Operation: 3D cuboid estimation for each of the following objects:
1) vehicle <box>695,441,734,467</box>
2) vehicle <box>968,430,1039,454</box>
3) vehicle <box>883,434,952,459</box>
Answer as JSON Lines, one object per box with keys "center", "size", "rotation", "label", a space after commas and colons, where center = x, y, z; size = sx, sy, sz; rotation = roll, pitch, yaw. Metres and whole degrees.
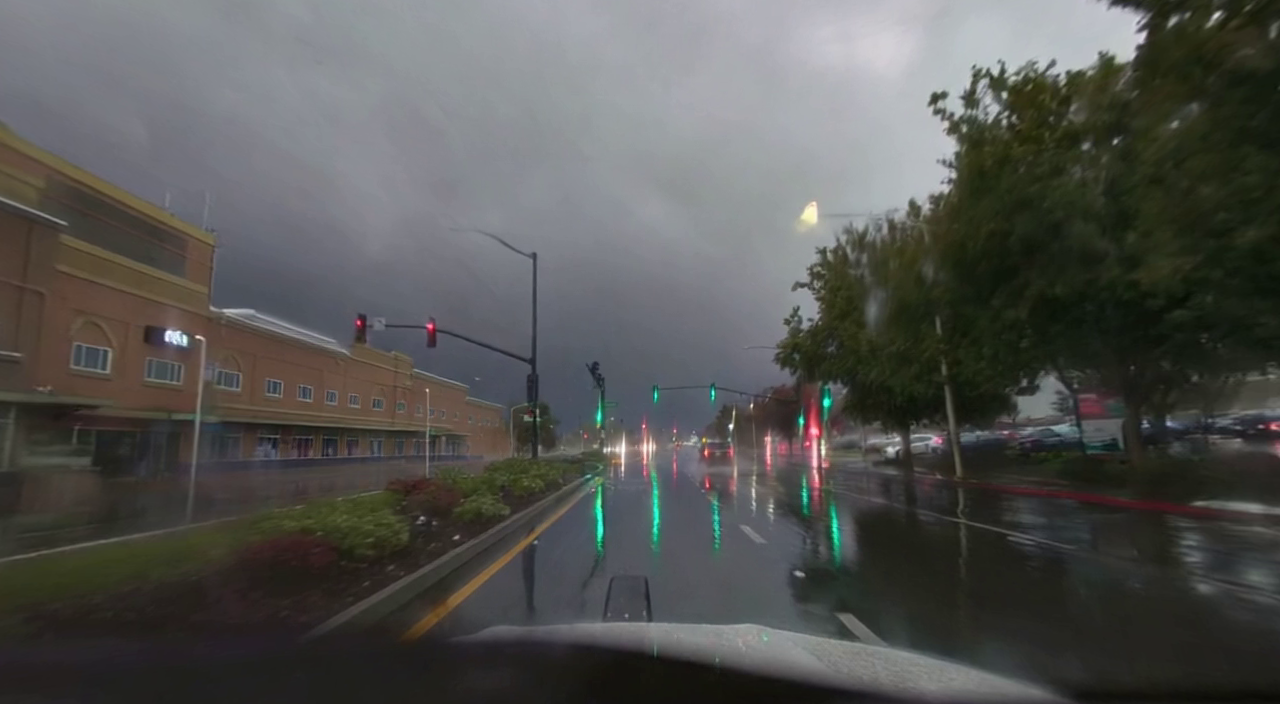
{"center": [4.574, 6.308, 39.281], "size": [2.038, 1.528, 4.259], "rotation": [0, -8, 1], "label": "vehicle"}
{"center": [27.988, 6.939, 48.593], "size": [4.280, 1.734, 1.964], "rotation": [1, -8, -5], "label": "vehicle"}
{"center": [21.326, 7.304, 48.570], "size": [4.341, 1.845, 1.984], "rotation": [0, -8, 0], "label": "vehicle"}
